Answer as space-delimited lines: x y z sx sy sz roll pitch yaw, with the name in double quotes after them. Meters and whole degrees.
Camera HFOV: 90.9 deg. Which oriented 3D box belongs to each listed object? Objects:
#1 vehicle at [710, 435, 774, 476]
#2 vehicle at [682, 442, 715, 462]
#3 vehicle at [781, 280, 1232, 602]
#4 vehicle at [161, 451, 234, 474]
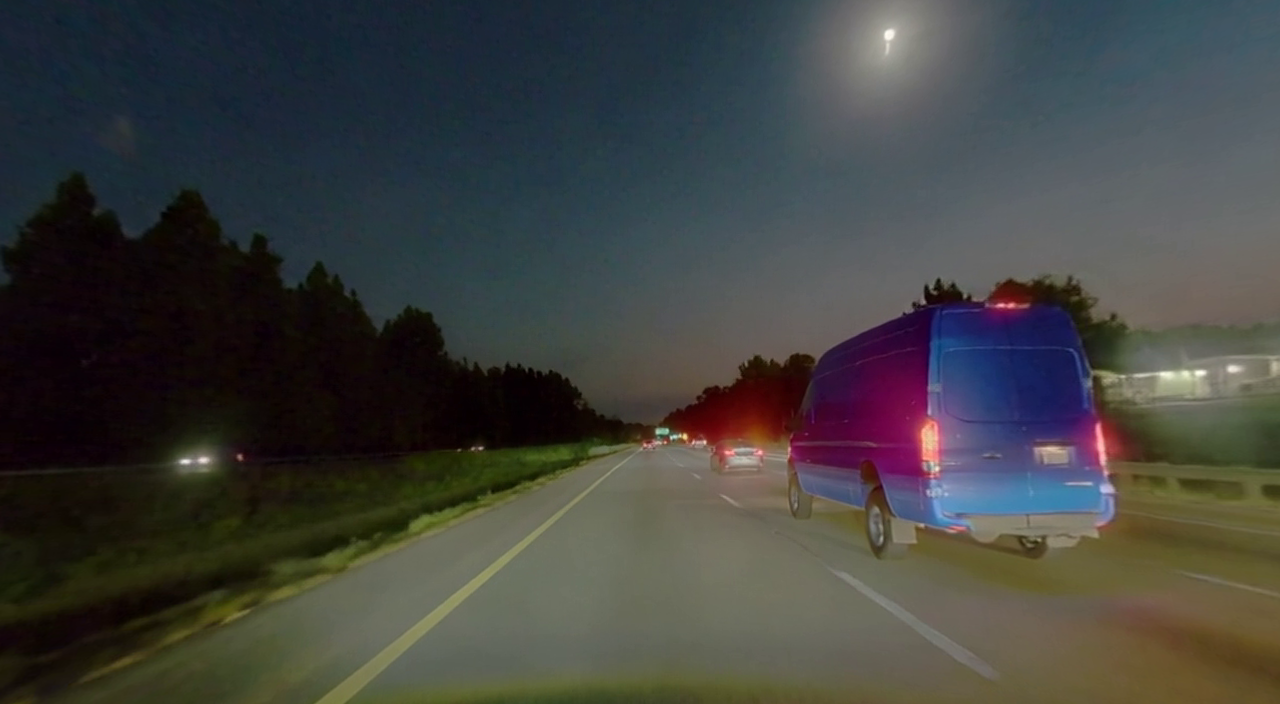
4.424 4.550 28.042 2.034 1.651 4.342 0 -8 -1 "vehicle"
4.331 7.500 47.377 2.050 1.448 4.123 0 -8 -1 "vehicle"
3.665 1.130 8.225 2.302 2.670 5.912 0 -8 1 "vehicle"
-31.681 7.893 45.331 1.865 1.490 4.651 0 -8 1 "vehicle"
